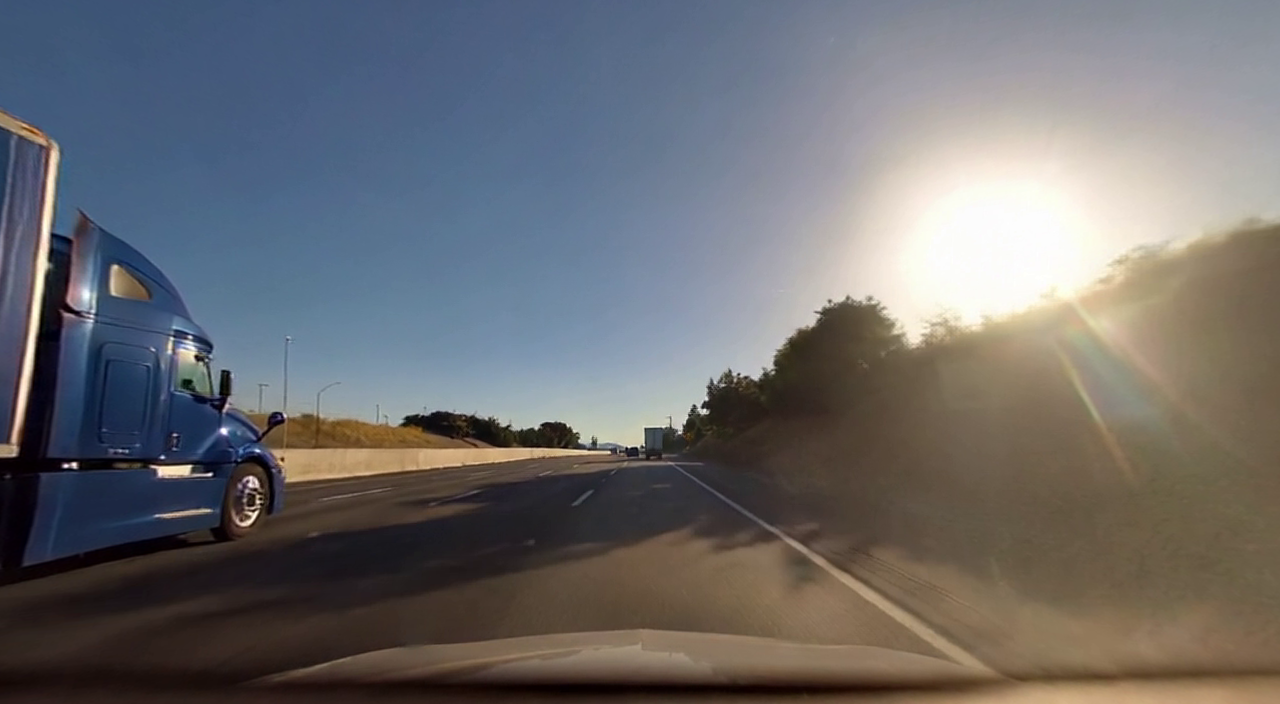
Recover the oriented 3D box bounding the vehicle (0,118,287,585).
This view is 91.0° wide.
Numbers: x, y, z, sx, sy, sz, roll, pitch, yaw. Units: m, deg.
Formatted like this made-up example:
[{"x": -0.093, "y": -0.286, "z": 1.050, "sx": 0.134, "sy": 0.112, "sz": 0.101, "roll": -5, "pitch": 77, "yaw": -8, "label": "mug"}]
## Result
[{"x": -6.989, "y": -0.067, "z": 5.021, "sx": 2.996, "sy": 3.947, "sz": 8.600, "roll": 0, "pitch": -9, "yaw": 2, "label": "vehicle"}]
